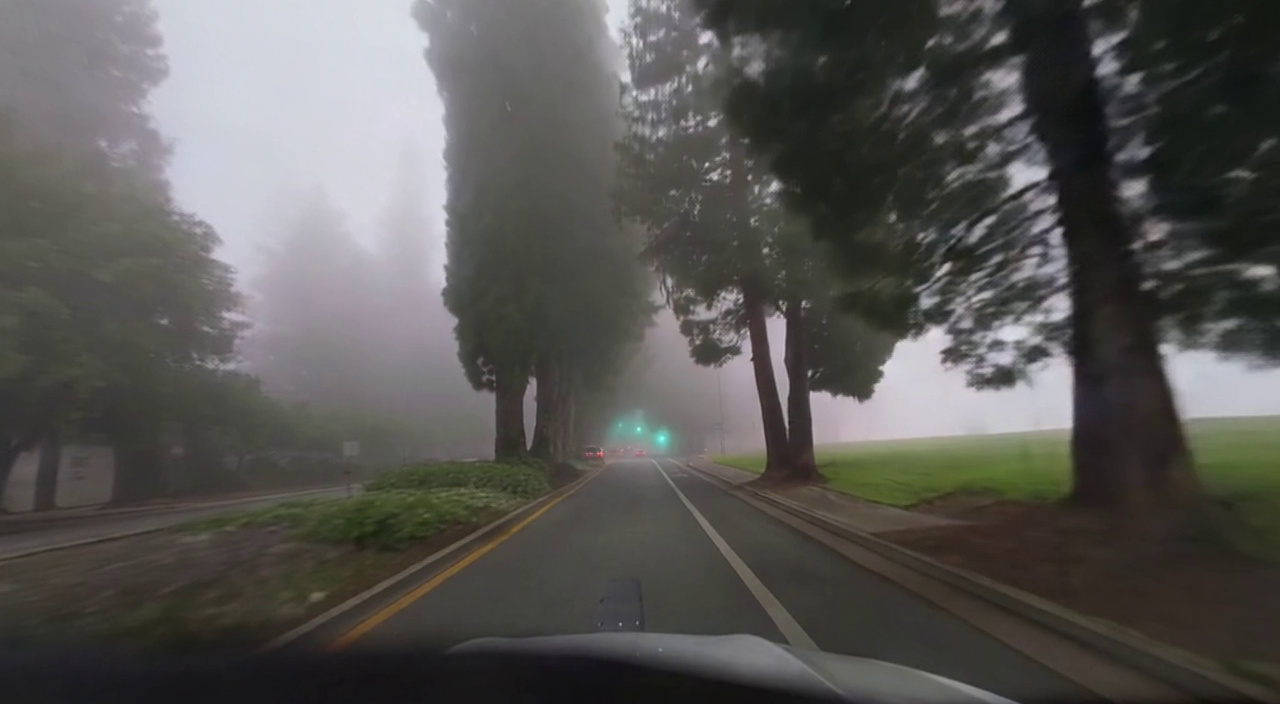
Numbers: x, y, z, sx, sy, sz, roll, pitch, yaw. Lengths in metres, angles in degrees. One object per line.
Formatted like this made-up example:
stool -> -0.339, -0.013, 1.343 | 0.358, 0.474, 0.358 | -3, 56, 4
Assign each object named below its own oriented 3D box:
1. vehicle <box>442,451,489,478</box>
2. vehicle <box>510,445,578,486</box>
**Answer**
vehicle -> -11.917, 7.684, 43.393 | 1.988, 1.660, 4.317 | 0, -8, 0
vehicle -> -3.592, 4.297, 24.331 | 1.932, 1.431, 4.144 | 0, -8, 1
